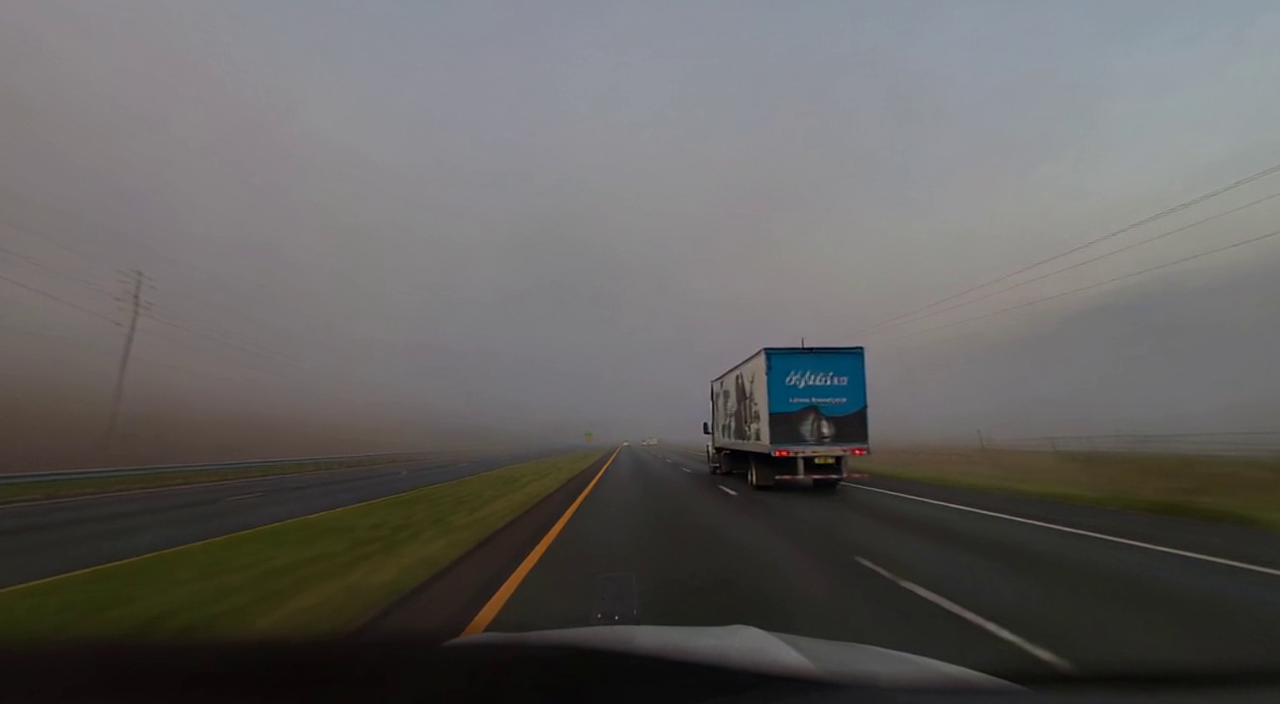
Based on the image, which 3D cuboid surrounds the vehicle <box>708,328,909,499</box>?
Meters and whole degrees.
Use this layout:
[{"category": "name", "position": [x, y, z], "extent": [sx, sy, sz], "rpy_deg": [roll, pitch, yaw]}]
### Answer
[{"category": "vehicle", "position": [4.126, 1.945, 18.208], "extent": [3.037, 3.672, 9.136], "rpy_deg": [0, -8, -1]}]
